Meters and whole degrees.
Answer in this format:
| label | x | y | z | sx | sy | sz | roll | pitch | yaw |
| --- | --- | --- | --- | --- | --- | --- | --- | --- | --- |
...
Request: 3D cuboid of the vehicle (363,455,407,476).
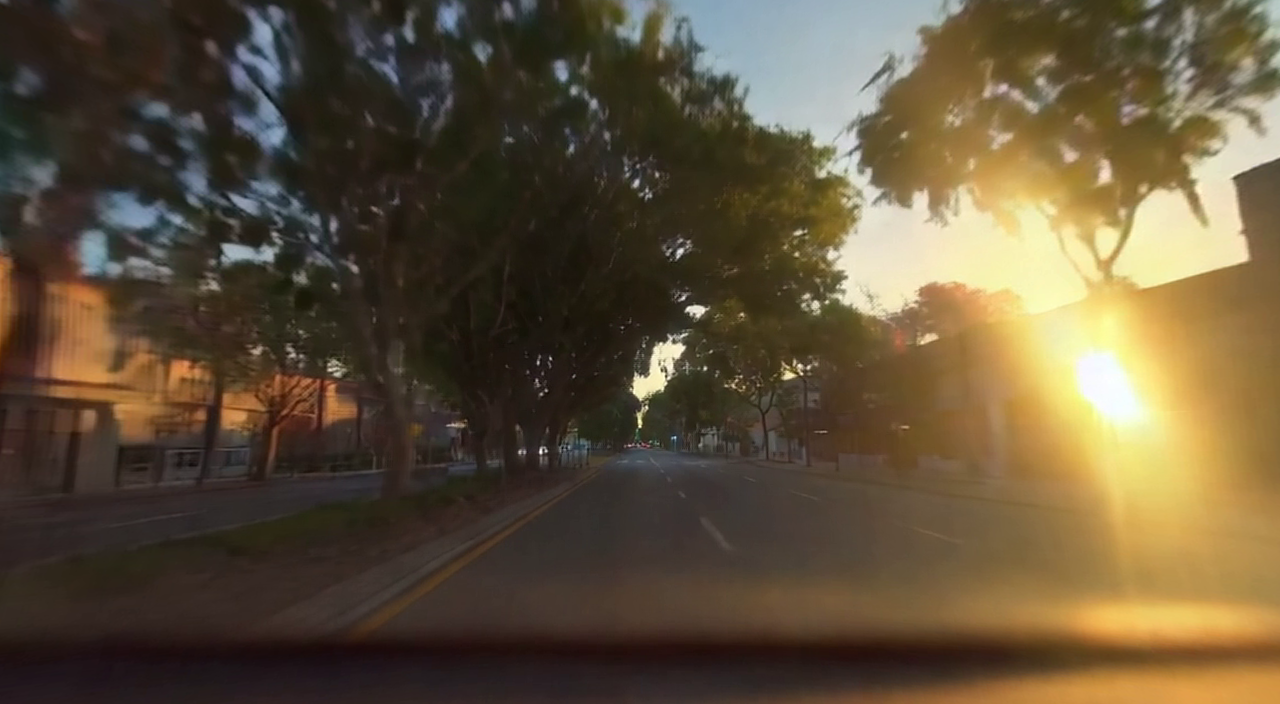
| label | x | y | z | sx | sy | sz | roll | pitch | yaw |
| --- | --- | --- | --- | --- | --- | --- | --- | --- | --- |
| vehicle | -19.846 | 8.810 | 49.329 | 1.855 | 1.498 | 3.587 | 0 | -8 | 1 |
